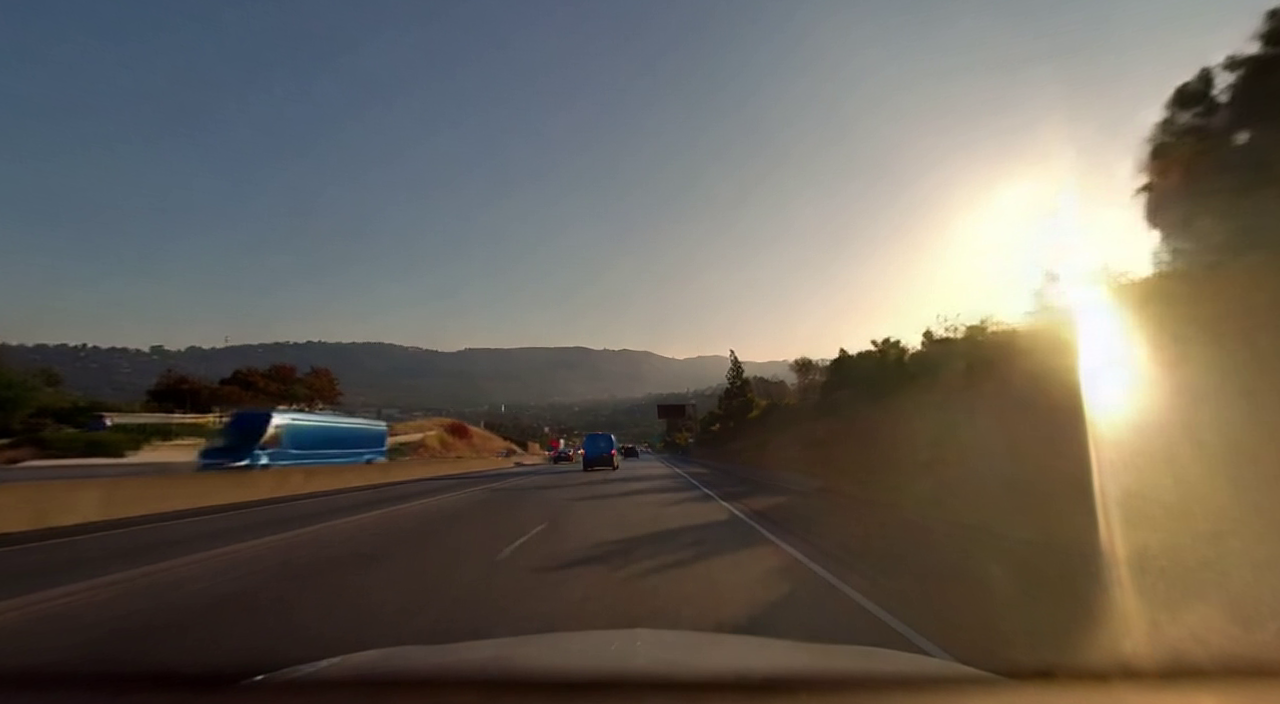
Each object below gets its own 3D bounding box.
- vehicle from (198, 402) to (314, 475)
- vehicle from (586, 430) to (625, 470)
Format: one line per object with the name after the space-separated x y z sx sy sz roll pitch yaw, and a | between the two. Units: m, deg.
-22.815 5.247 37.946 2.963 3.995 5.922 0 -9 1 | vehicle
-2.321 6.857 44.203 2.437 2.565 5.829 0 -9 0 | vehicle
